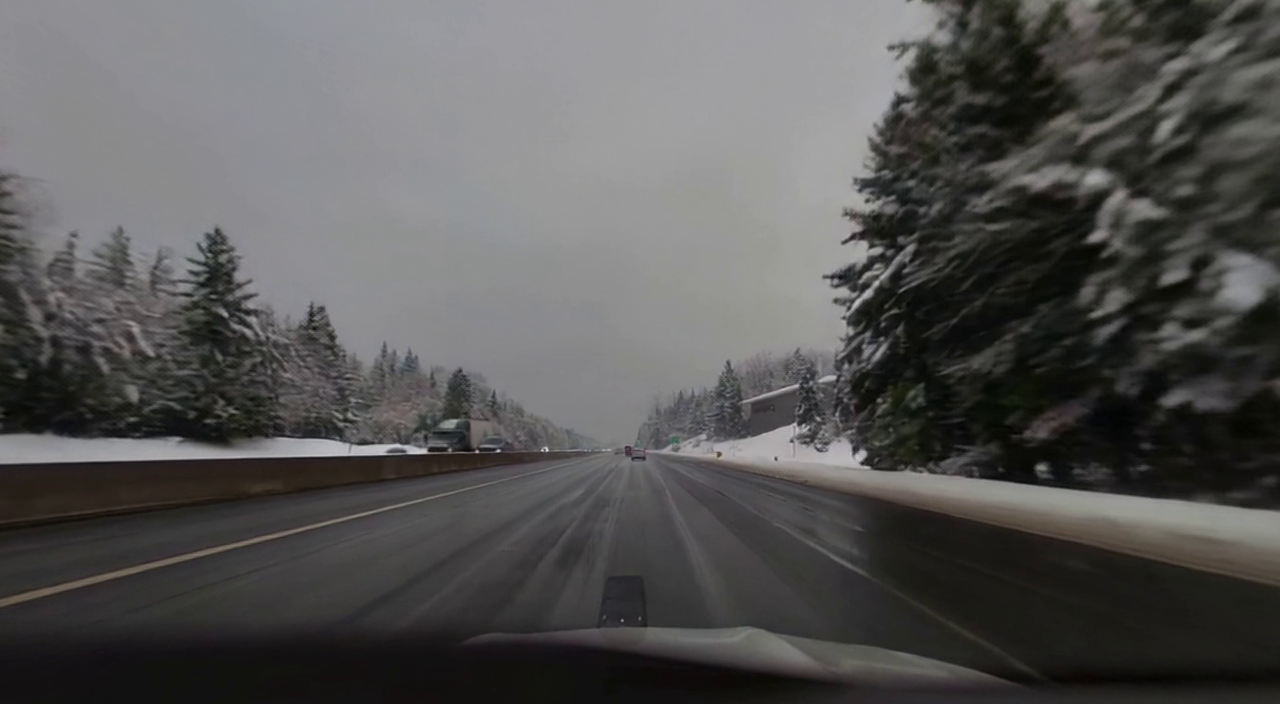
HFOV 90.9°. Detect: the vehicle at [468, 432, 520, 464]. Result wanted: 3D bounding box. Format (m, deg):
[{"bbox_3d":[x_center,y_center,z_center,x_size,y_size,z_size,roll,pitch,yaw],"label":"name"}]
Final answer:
[{"bbox_3d":[-11.290,7.516,49.252,2.400,2.294,6.797,0,-9,0],"label":"vehicle"}]
